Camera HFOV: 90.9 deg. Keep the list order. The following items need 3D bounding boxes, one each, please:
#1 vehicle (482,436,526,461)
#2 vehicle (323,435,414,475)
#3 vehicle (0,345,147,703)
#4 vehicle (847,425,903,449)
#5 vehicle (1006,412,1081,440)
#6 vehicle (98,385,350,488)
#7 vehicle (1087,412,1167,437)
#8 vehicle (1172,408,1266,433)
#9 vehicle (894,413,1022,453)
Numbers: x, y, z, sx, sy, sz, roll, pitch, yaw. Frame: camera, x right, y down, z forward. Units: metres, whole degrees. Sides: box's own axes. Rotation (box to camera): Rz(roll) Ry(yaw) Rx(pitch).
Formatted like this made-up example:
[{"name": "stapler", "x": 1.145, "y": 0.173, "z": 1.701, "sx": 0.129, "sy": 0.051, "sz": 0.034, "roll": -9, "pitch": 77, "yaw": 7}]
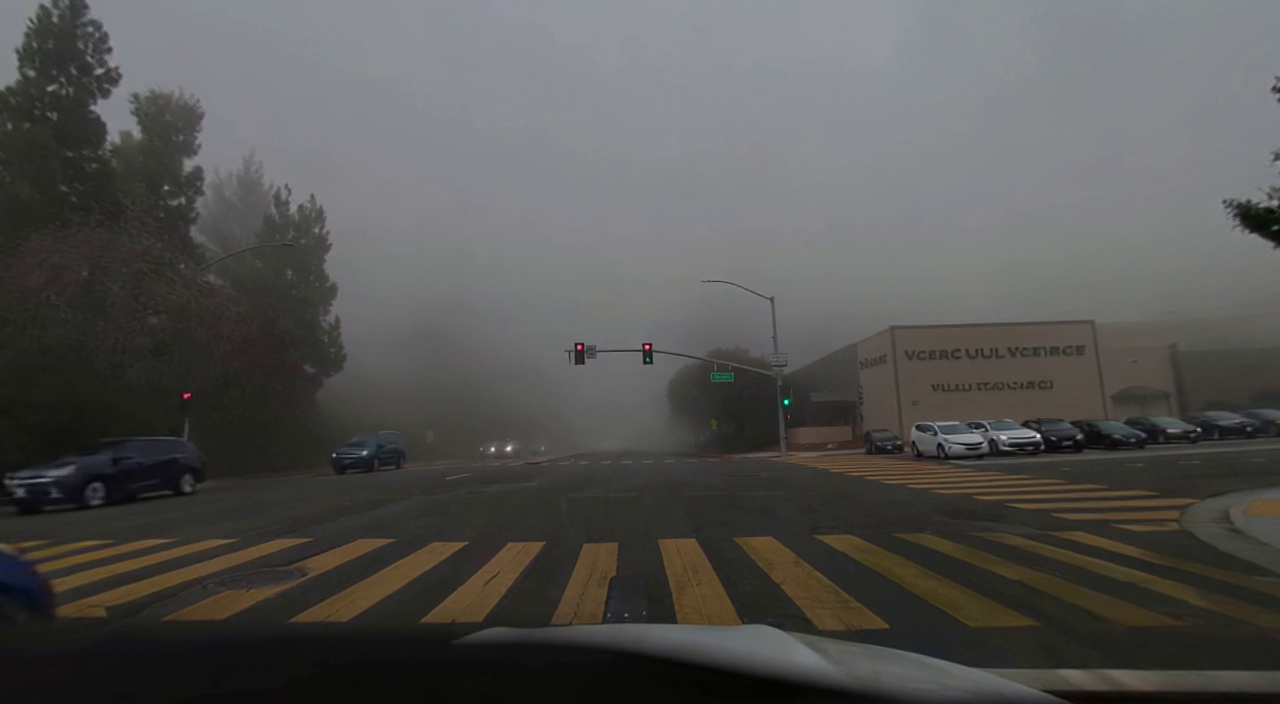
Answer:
[{"name": "vehicle", "x": -9.251, "y": 6.603, "z": 43.327, "sx": 2.026, "sy": 1.616, "sz": 4.199, "roll": 0, "pitch": -8, "yaw": 1}, {"name": "vehicle", "x": -12.231, "y": 4.666, "z": 28.799, "sx": 2.181, "sy": 1.653, "sz": 4.468, "roll": 0, "pitch": -8, "yaw": 0}, {"name": "vehicle", "x": -3.360, "y": 0.566, "z": 0.693, "sx": 1.934, "sy": 1.649, "sz": 4.490, "roll": 0, "pitch": -8, "yaw": 1}, {"name": "vehicle", "x": 17.201, "y": 6.286, "z": 46.296, "sx": 3.329, "sy": 1.415, "sz": 1.821, "roll": -6, "pitch": -9, "yaw": 2}, {"name": "vehicle", "x": 26.316, "y": 4.879, "z": 41.263, "sx": 2.011, "sy": 1.656, "sz": 4.163, "roll": 0, "pitch": -8, "yaw": -3}, {"name": "vehicle", "x": -16.554, "y": 3.638, "z": 26.793, "sx": 3.161, "sy": 3.455, "sz": 11.058, "roll": 0, "pitch": -8, "yaw": 0}, {"name": "vehicle", "x": 31.380, "y": 4.731, "z": 40.772, "sx": 1.823, "sy": 1.480, "sz": 4.003, "roll": 0, "pitch": -8, "yaw": -4}, {"name": "vehicle", "x": 38.439, "y": 4.602, "z": 42.017, "sx": 1.715, "sy": 1.480, "sz": 4.701, "roll": 0, "pitch": -8, "yaw": -1}, {"name": "vehicle", "x": 14.005, "y": 3.594, "z": 27.933, "sx": 4.566, "sy": 1.670, "sz": 2.000, "roll": 0, "pitch": -8, "yaw": -2}]
